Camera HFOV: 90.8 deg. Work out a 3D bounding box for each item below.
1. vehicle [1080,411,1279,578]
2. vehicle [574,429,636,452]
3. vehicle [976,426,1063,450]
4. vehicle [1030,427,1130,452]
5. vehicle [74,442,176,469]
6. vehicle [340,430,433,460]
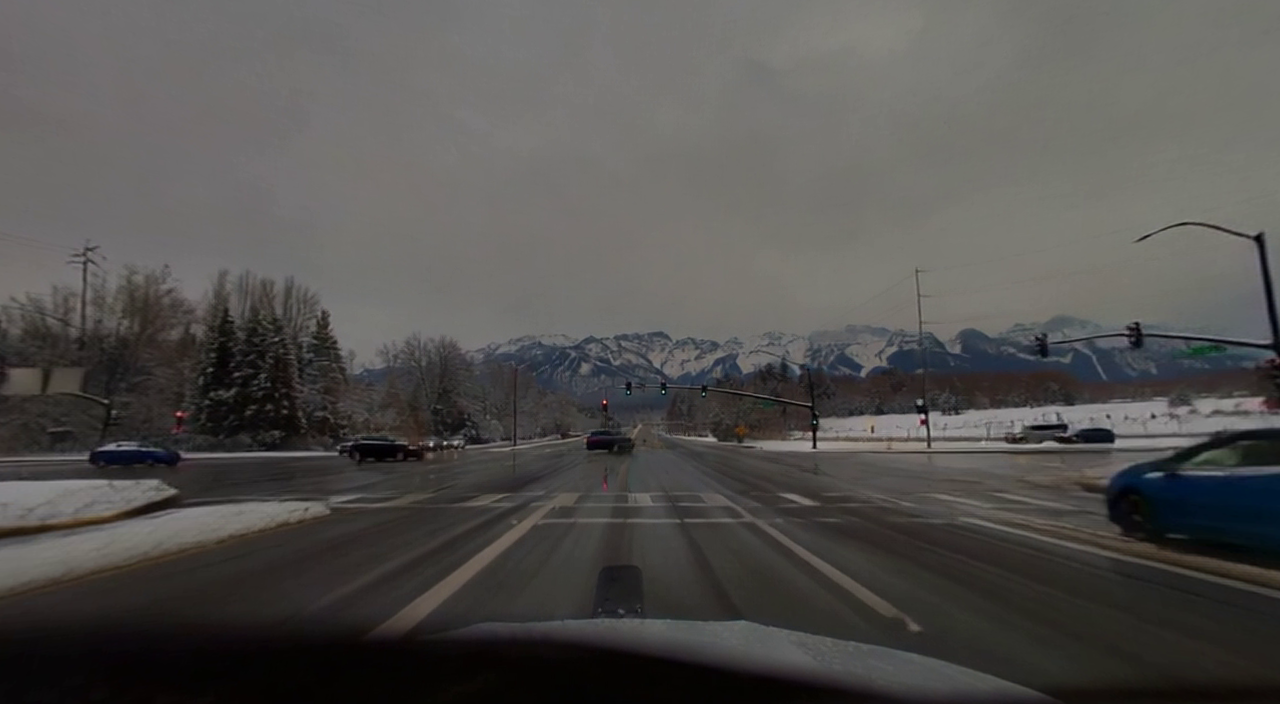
[{"bbox_3d":[7.023,1.395,6.302,1.899,1.570,4.666,0,-8,0],"label":"vehicle"},{"bbox_3d":[-2.677,6.882,48.917,4.547,1.713,2.020,7,-11,-41],"label":"vehicle"},{"bbox_3d":[28.222,6.412,47.044,5.100,1.680,2.055,0,-8,1],"label":"vehicle"},{"bbox_3d":[27.531,5.499,39.646,4.778,1.495,1.959,0,-8,-1],"label":"vehicle"},{"bbox_3d":[-30.688,6.155,37.732,4.218,1.542,2.044,0,-8,-2],"label":"vehicle"},{"bbox_3d":[-16.064,5.941,40.354,5.228,1.805,2.246,2,-9,-15],"label":"vehicle"}]
